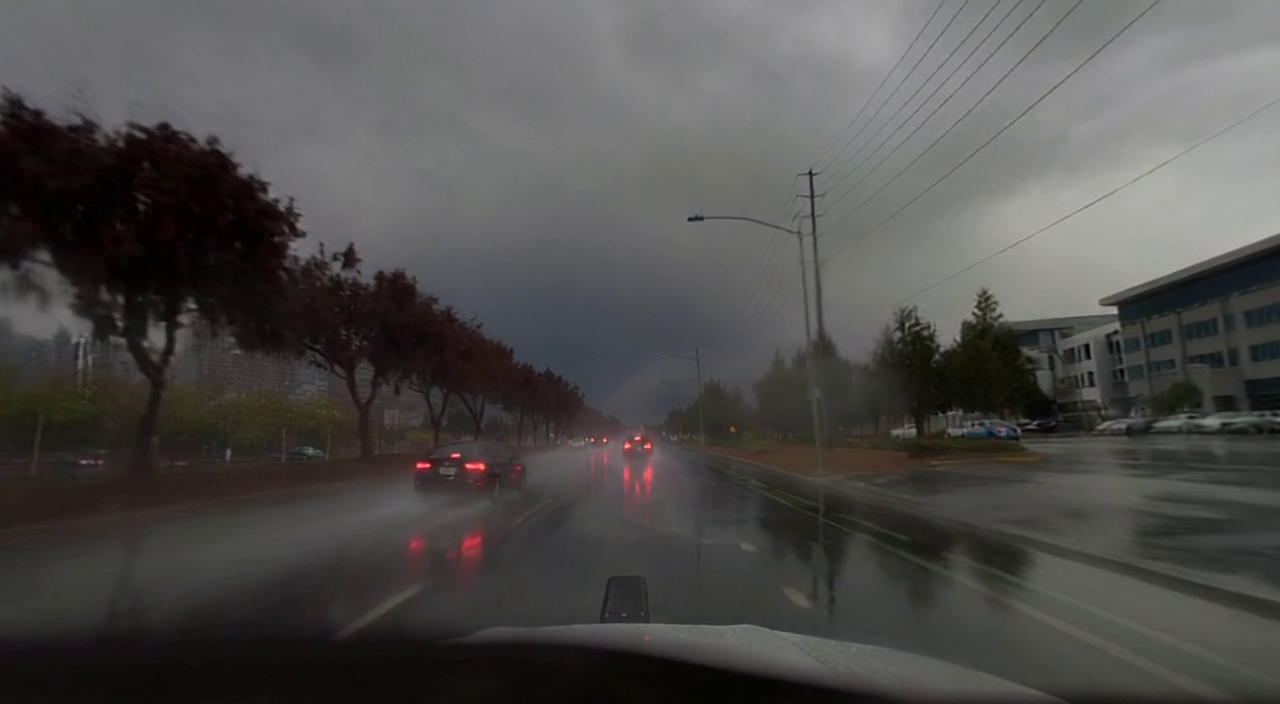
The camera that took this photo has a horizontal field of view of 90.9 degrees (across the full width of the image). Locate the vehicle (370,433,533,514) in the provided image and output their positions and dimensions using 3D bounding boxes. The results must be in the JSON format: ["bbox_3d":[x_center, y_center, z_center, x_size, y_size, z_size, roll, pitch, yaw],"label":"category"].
[{"bbox_3d":[-3.838,2.566,13.904,1.942,1.462,4.905,0,-8,2],"label":"vehicle"}]

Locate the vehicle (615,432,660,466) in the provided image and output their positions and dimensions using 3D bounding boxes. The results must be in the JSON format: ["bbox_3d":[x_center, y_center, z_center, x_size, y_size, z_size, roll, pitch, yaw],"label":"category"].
[{"bbox_3d":[-0.125,5.036,32.848,2.199,1.652,4.101,0,-8,-1],"label":"vehicle"}]

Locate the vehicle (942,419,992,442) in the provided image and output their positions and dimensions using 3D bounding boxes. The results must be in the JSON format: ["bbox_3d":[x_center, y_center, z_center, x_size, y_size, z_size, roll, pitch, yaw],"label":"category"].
[{"bbox_3d":[21.914,5.325,42.447,1.833,1.471,4.656,-2,-9,13],"label":"vehicle"}]

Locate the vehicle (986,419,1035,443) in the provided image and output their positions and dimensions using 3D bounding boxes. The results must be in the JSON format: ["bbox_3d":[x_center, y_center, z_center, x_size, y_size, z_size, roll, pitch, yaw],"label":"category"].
[{"bbox_3d":[24.404,5.257,41.657,1.741,1.416,3.831,-3,-9,15],"label":"vehicle"}]
